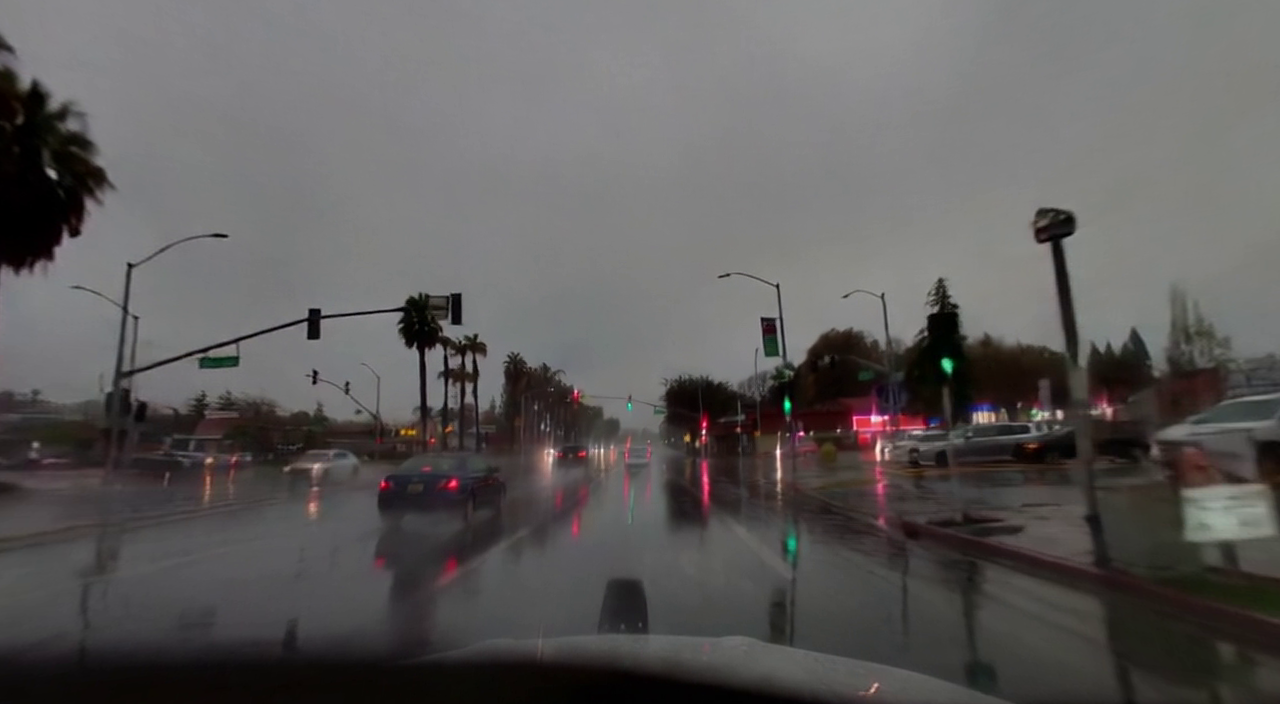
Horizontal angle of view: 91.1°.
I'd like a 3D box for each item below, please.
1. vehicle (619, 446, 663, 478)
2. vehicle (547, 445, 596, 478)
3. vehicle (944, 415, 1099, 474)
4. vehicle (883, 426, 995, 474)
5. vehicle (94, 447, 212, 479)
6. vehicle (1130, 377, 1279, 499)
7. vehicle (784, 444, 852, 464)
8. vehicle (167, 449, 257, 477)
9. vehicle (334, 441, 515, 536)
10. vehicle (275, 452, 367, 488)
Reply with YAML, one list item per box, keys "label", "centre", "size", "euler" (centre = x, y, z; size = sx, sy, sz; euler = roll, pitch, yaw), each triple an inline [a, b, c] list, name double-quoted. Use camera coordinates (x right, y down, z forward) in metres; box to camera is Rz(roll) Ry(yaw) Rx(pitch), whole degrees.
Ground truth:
- label: "vehicle"
  centre: [0.087, 5.668, 32.581]
  size: [2.094, 1.496, 4.070]
  euler: [0, -8, 1]
- label: "vehicle"
  centre: [-3.543, 5.726, 33.179]
  size: [1.979, 1.634, 3.957]
  euler: [-1, -8, 2]
- label: "vehicle"
  centre: [13.753, 3.436, 23.261]
  size: [2.345, 1.886, 5.809]
  euler: [-1, -8, 3]
- label: "vehicle"
  centre: [11.065, 3.679, 23.636]
  size: [1.982, 1.623, 4.211]
  euler: [0, -8, -2]
- label: "vehicle"
  centre: [-31.027, 7.100, 40.149]
  size: [5.616, 1.927, 2.324]
  euler: [-1, -8, 2]
- label: "vehicle"
  centre: [11.023, 1.326, 10.023]
  size: [2.111, 1.875, 5.301]
  euler: [-3, -9, 1]
- label: "vehicle"
  centre: [13.472, 7.732, 47.697]
  size: [4.532, 1.504, 2.087]
  euler: [0, -8, 1]
- label: "vehicle"
  centre: [-29.565, 7.674, 43.478]
  size: [4.640, 1.809, 2.118]
  euler: [-1, -8, 2]
- label: "vehicle"
  centre: [-3.955, 2.550, 12.466]
  size: [1.904, 1.513, 4.410]
  euler: [-1, -8, 2]
- label: "vehicle"
  centre: [-15.040, 5.557, 29.930]
  size: [1.930, 1.476, 4.543]
  euler: [0, -8, 1]
